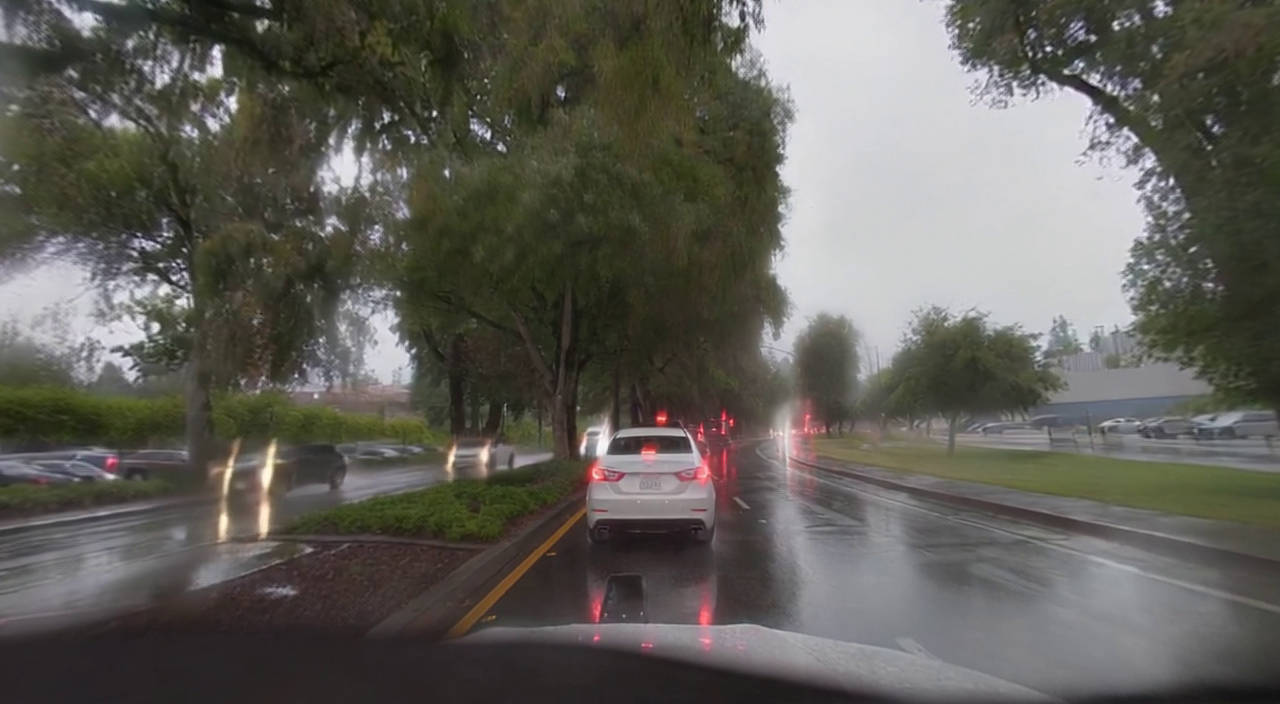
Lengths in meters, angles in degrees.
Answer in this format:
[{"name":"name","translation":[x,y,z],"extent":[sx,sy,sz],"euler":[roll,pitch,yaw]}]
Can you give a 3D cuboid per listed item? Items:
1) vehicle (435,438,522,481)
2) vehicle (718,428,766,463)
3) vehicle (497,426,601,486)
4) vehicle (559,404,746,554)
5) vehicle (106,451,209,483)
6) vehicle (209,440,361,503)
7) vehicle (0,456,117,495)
[{"name":"vehicle","translation":[-6.135,4.132,24.587],"extent":[1.923,1.492,4.577],"euler":[-1,-8,4]},{"name":"vehicle","translation":[5.545,5.155,34.781],"extent":[2.155,1.786,4.459],"euler":[-1,-8,3]},{"name":"vehicle","translation":[-2.930,3.480,21.492],"extent":[2.057,1.786,4.725],"euler":[-2,-8,11]},{"name":"vehicle","translation":[0.176,1.776,9.439],"extent":[2.154,1.710,4.128],"euler":[-1,-8,1]},{"name":"vehicle","translation":[-26.728,6.371,34.994],"extent":[4.256,1.633,1.940],"euler":[-1,-8,7]},{"name":"vehicle","translation":[-10.737,3.595,19.546],"extent":[2.005,1.701,4.355],"euler":[-1,-8,2]},{"name":"vehicle","translation":[-27.341,5.780,29.654],"extent":[4.272,1.438,1.801],"euler":[-5,-9,9]}]
